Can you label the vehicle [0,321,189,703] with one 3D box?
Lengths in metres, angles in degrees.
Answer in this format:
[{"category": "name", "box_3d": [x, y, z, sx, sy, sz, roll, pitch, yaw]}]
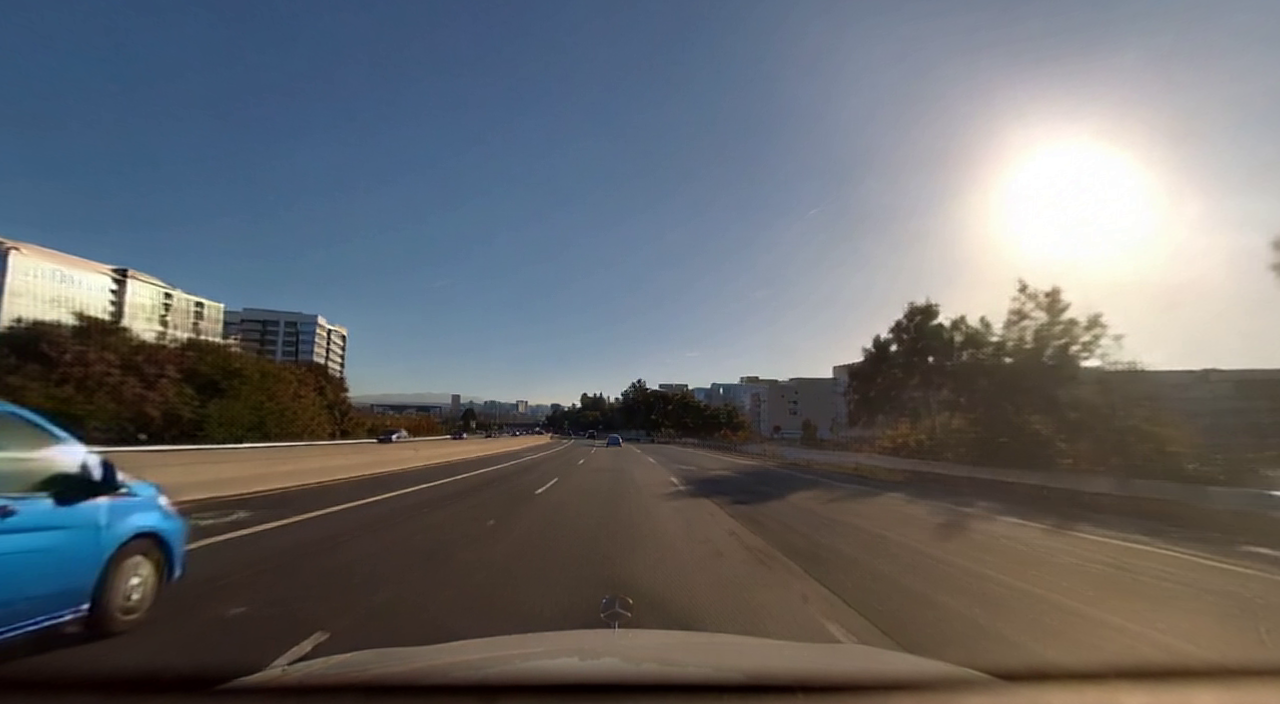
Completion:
[{"category": "vehicle", "box_3d": [-4.063, 0.618, 1.734, 2.219, 1.827, 4.738, 0, -8, -2]}]
